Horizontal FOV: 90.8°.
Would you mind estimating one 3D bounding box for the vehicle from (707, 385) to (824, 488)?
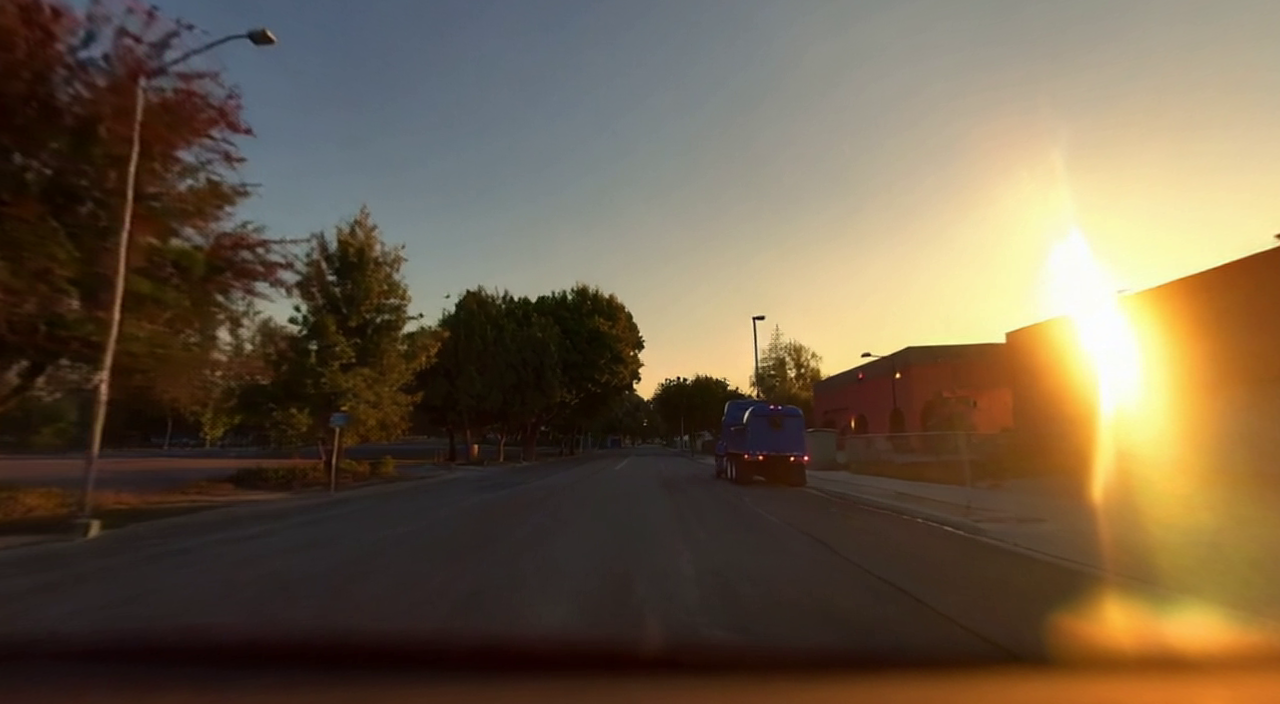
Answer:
[{"bbox_3d":[4.382,3.185,23.646,3.019,3.303,6.252,0,-8,-1],"label":"vehicle"}]
